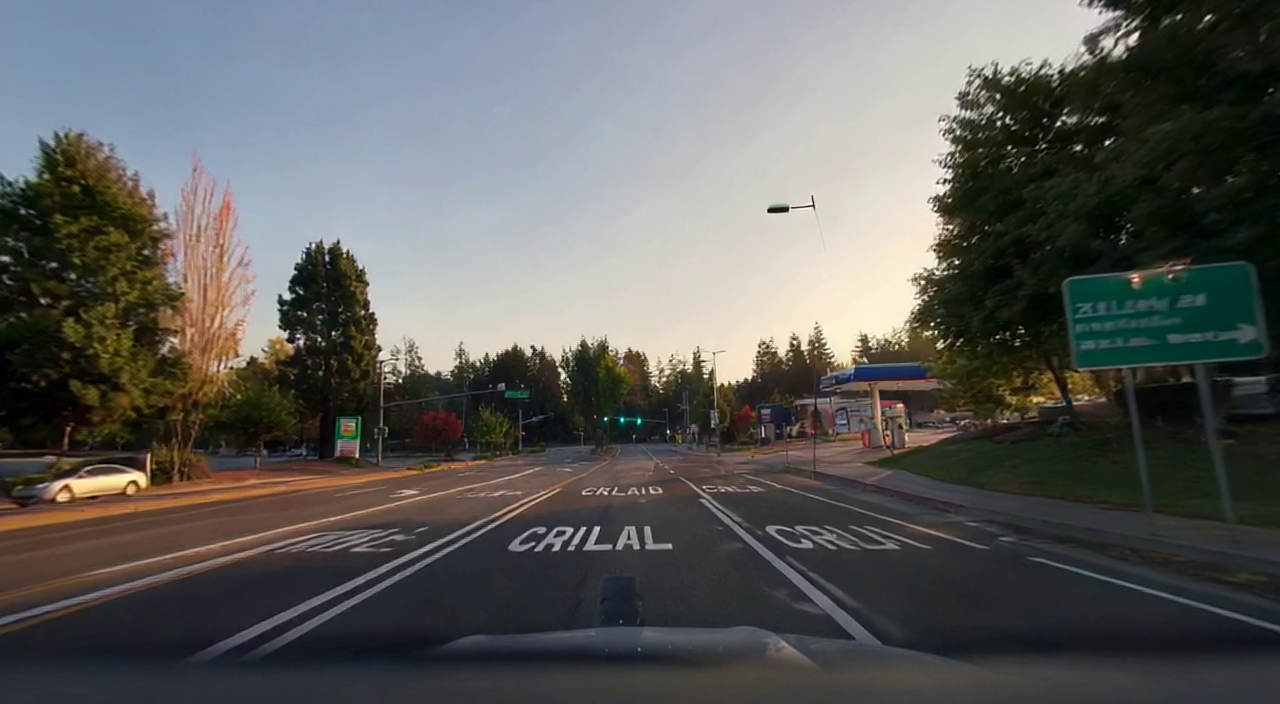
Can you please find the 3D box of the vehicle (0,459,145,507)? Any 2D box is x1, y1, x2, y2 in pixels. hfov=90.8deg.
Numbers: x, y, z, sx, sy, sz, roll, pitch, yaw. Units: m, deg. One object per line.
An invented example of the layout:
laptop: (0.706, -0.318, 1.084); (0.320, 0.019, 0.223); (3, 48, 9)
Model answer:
vehicle: (-21.356, 4.741, 23.260); (1.989, 1.454, 4.569); (-2, -9, 13)
